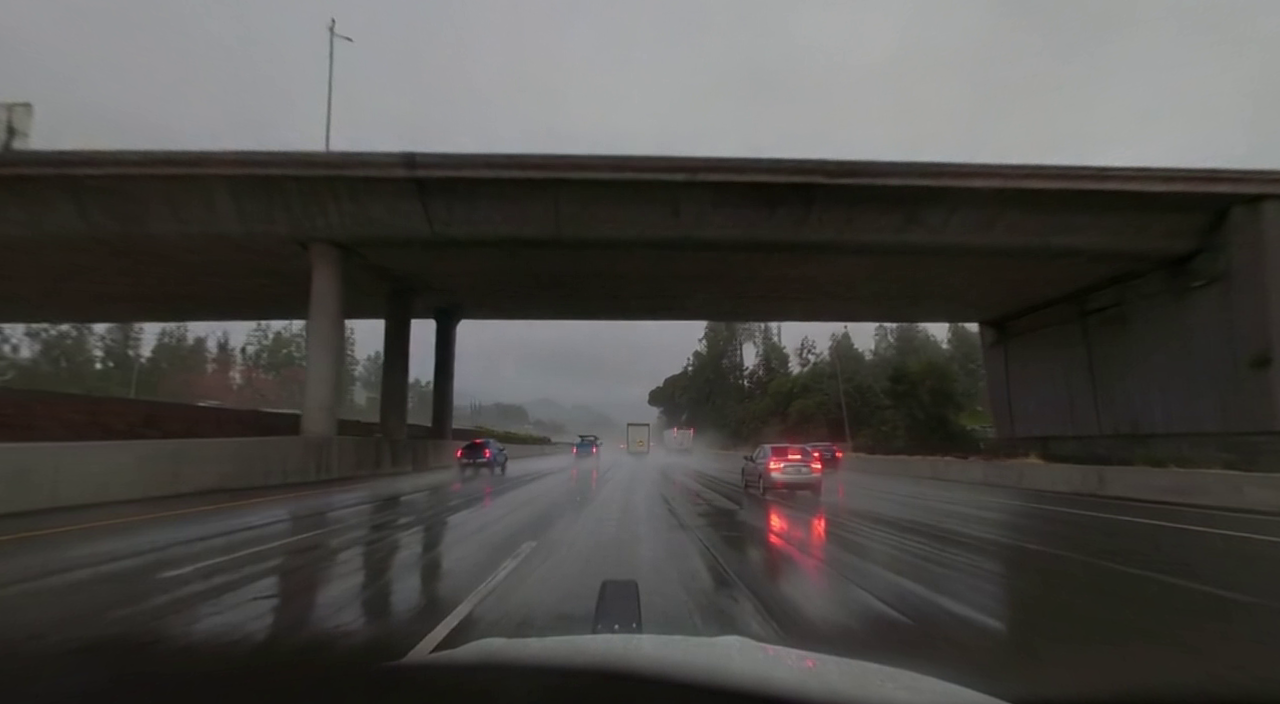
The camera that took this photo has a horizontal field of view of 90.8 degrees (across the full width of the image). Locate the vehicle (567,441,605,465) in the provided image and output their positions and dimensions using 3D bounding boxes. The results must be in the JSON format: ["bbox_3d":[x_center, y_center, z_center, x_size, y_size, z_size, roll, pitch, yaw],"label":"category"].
[{"bbox_3d":[-4.145,7.884,49.388,2.535,1.715,5.030,0,-9,-1],"label":"vehicle"}]

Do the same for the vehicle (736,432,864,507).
[{"bbox_3d":[3.881,2.939,16.140,2.119,1.653,4.000,0,-9,-2],"label":"vehicle"}]

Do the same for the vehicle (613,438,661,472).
[{"bbox_3d":[-0.181,5.930,36.544,2.572,1.837,5.693,0,-9,0],"label":"vehicle"}]

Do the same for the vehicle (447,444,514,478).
[{"bbox_3d":[-7.393,5.074,29.746,1.947,1.444,4.595,0,-9,0],"label":"vehicle"}]
